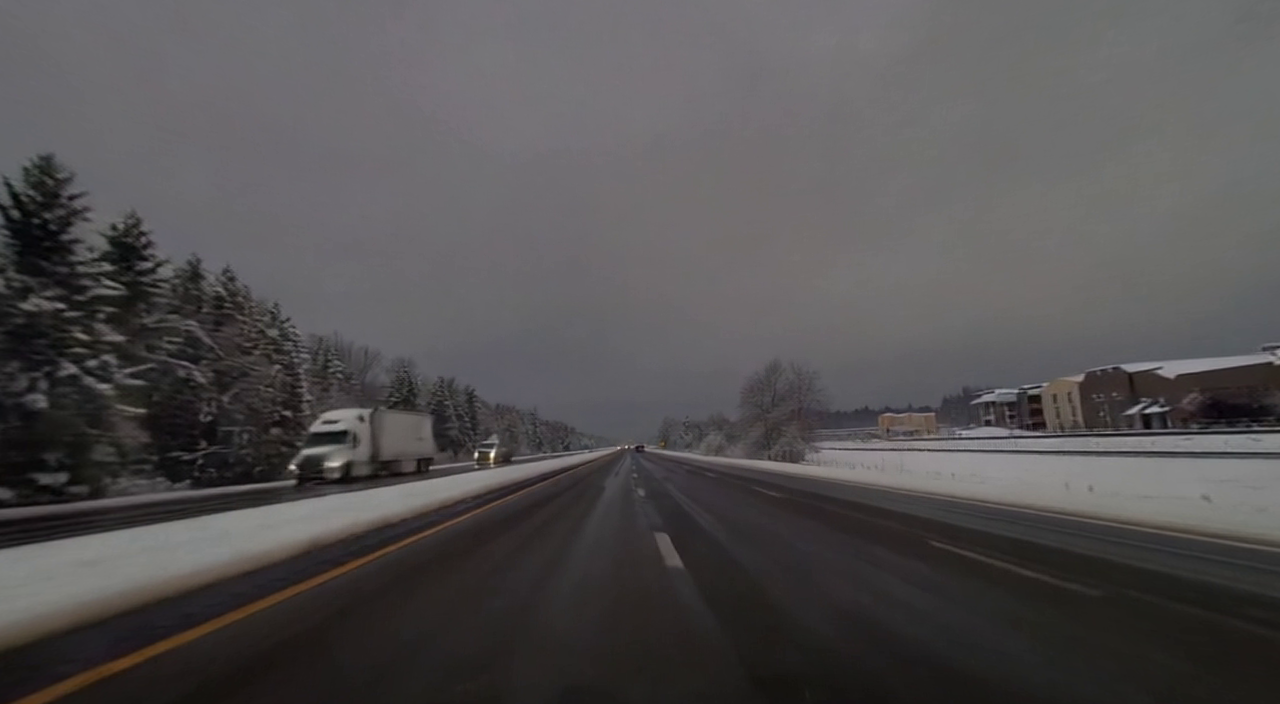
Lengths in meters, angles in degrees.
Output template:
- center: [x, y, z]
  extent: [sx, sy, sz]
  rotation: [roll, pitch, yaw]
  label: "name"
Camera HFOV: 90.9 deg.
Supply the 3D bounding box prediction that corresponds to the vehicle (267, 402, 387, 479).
- center: [-16.563, 4.830, 34.071]
  extent: [3.058, 3.716, 6.984]
  rotation: [0, -9, -2]
  label: "vehicle"
